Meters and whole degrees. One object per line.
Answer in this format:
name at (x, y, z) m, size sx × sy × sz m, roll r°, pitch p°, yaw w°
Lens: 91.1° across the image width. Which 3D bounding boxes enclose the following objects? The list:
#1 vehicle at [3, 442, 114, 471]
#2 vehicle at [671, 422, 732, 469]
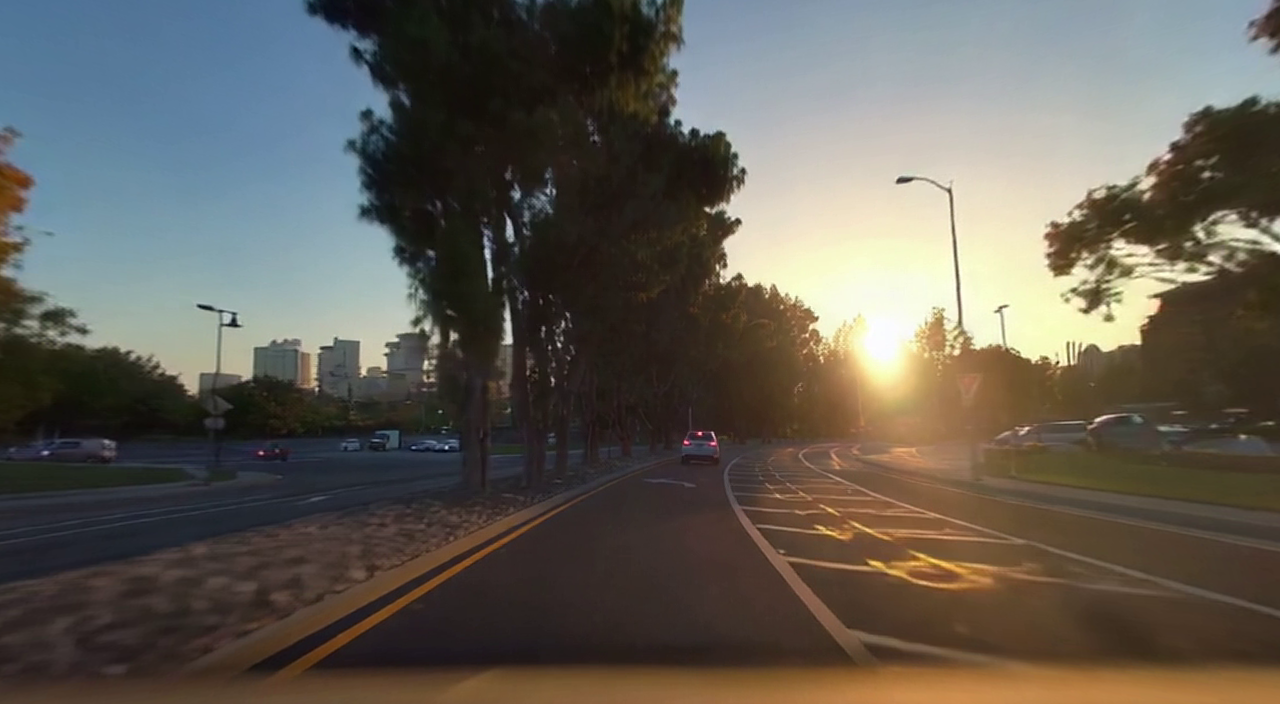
vehicle at (-37.702, 6.755, 40.844) m, size 4.636 × 1.790 × 2.178 m, roll 2°, pitch -9°, yaw -15°
vehicle at (2.987, 4.340, 29.161) m, size 2.371 × 1.926 × 5.615 m, roll -2°, pitch -9°, yaw 10°
